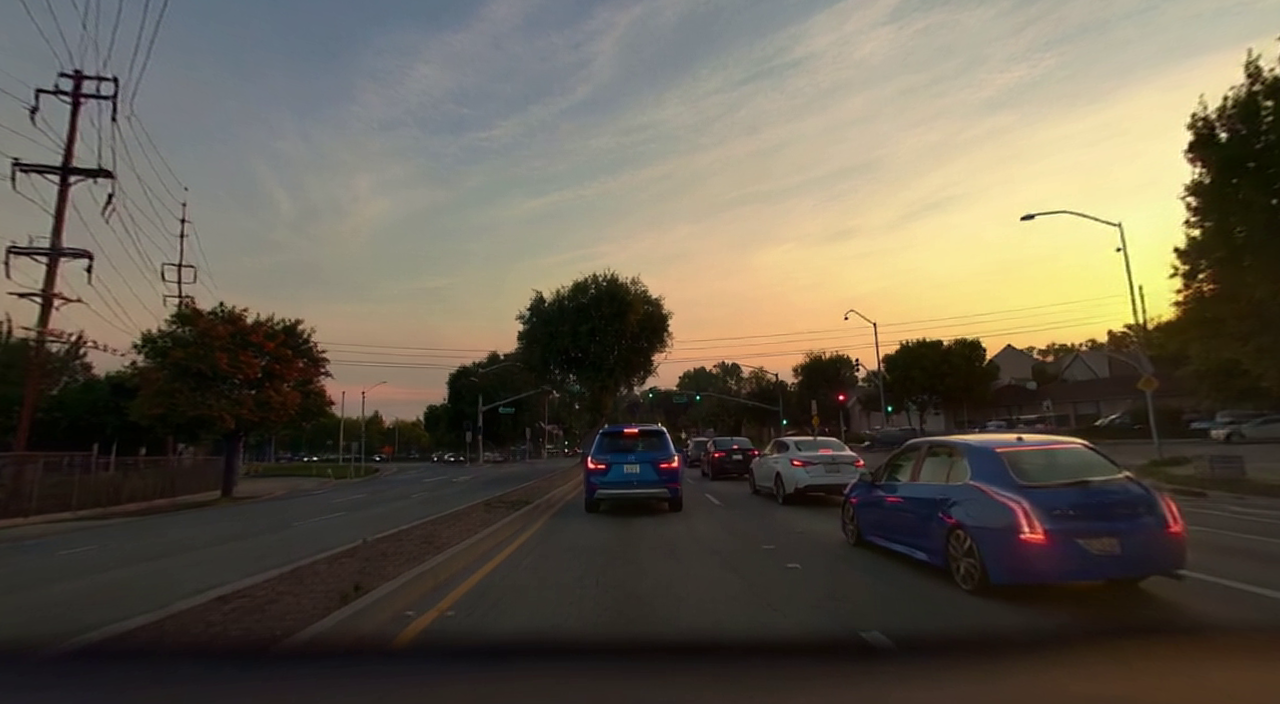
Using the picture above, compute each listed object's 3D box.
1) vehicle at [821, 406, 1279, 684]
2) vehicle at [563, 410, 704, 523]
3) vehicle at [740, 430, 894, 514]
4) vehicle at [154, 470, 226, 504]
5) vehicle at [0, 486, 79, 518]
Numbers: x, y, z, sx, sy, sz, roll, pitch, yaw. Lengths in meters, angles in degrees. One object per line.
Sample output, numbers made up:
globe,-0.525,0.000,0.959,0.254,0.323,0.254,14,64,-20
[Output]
vehicle,3.302,1.362,5.683,1.984,1.462,4.513,0,-8,0
vehicle,-0.140,2.184,12.508,2.300,1.821,4.254,0,-8,-1
vehicle,3.514,2.463,13.493,1.952,1.477,4.417,0,-8,-1
vehicle,-25.581,7.637,35.908,3.826,1.522,1.741,-2,-8,30
vehicle,-33.348,8.157,34.436,3.637,1.483,2.007,-1,-8,0
